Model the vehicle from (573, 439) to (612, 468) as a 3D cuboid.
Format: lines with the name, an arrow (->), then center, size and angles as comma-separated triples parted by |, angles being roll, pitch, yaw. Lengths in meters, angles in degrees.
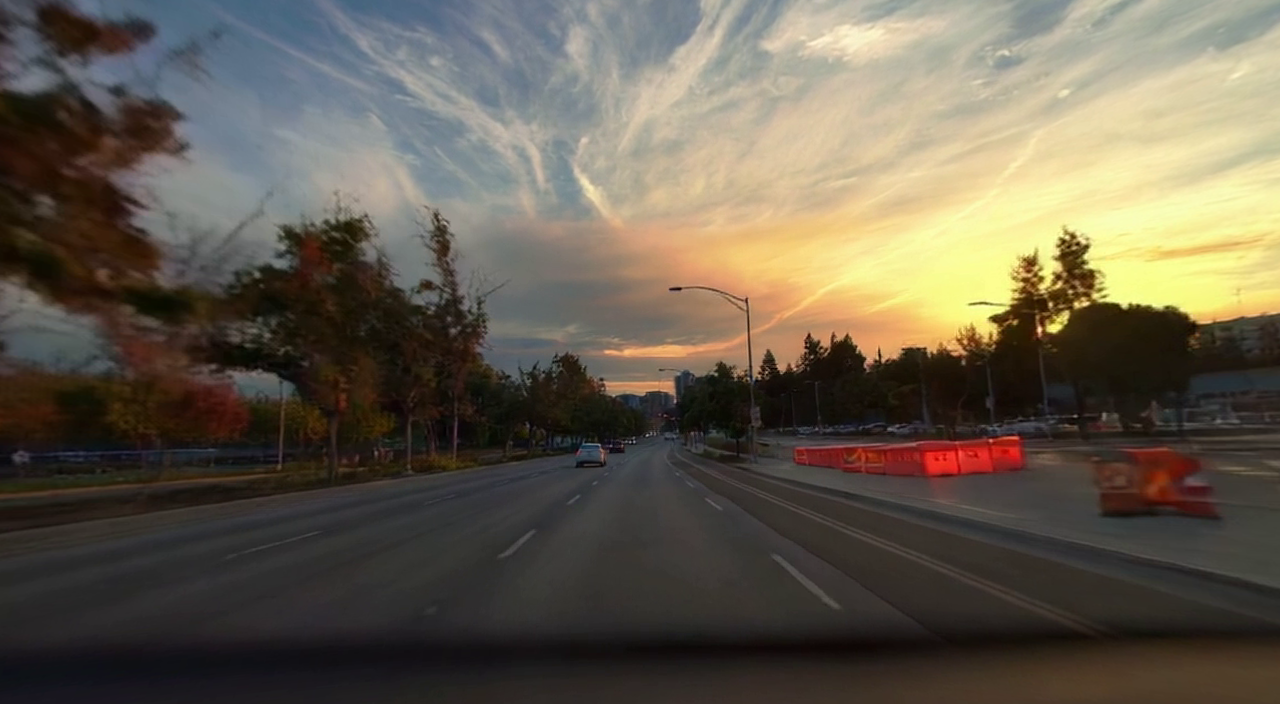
vehicle -> -2.915, 6.350, 39.690 | 2.121, 1.654, 3.993 | 0, -8, 0
